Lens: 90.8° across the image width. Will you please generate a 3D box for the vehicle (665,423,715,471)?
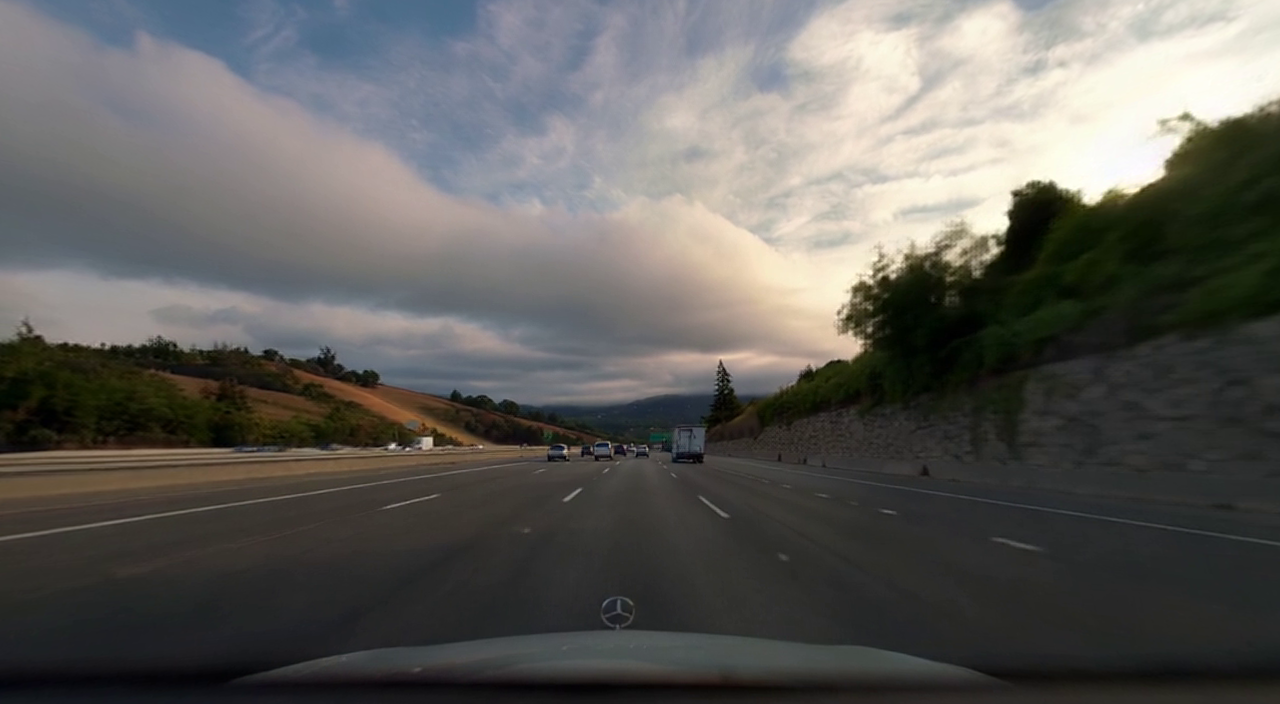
[{"bbox_3d":[3.470,6.889,45.724,2.795,3.187,7.205,0,-9,-2],"label":"vehicle"}]
